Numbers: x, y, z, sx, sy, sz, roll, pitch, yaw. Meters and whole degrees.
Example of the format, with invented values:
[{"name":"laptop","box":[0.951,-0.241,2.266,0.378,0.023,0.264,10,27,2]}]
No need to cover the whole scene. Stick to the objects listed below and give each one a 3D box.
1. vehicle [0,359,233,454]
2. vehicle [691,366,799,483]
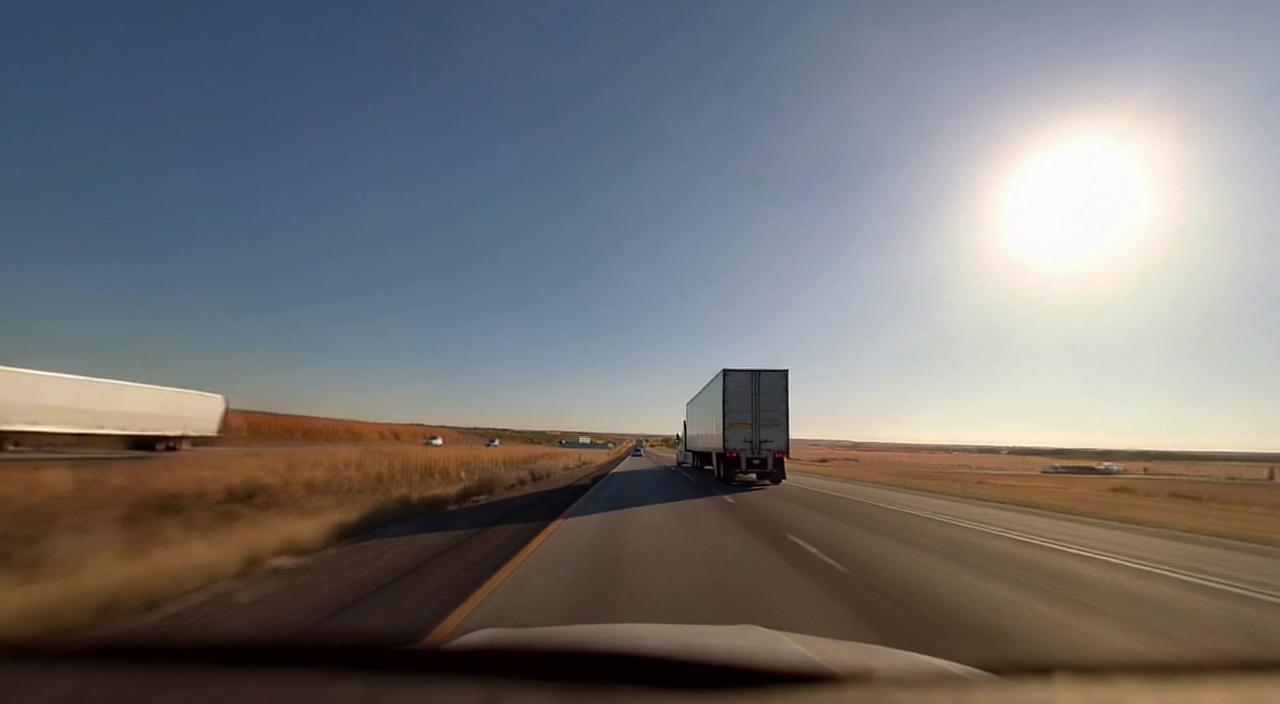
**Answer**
[{"name":"vehicle","box":[-29.321,3.501,34.676,2.885,4.071,16.500,0,-9,0]},{"name":"vehicle","box":[4.285,3.568,29.065,2.818,4.206,12.987,0,-9,0]}]
